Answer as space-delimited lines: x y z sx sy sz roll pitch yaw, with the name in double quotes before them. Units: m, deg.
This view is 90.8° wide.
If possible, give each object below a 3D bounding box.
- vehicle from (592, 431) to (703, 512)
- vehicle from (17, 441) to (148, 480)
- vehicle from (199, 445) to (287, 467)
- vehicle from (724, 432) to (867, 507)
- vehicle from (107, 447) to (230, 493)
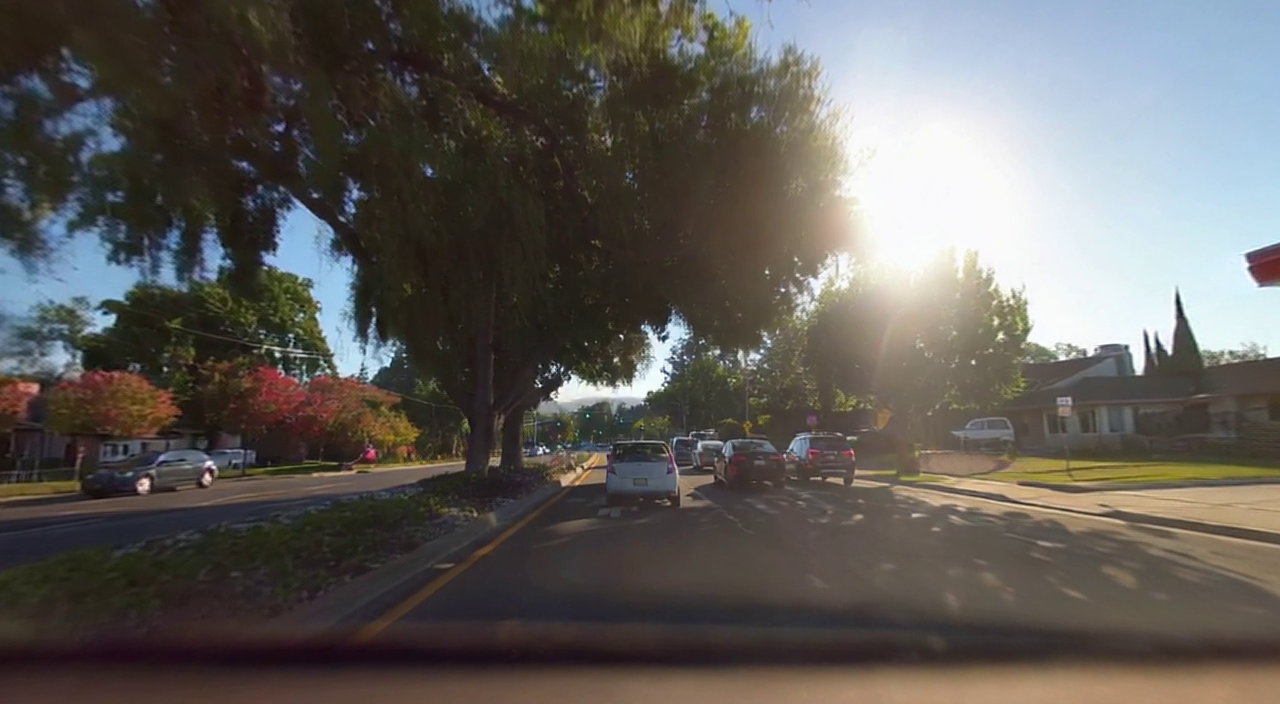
"vehicle" 0.145 2.495 13.646 2.052 1.488 3.779 0 -8 0
"vehicle" -27.470 5.347 31.245 4.494 1.792 2.037 0 -8 0
"vehicle" -28.075 7.357 44.787 4.736 1.491 2.042 0 -8 -2
"vehicle" 3.395 2.673 14.891 2.124 1.476 4.730 0 -8 0
"vehicle" -19.169 4.749 25.927 1.903 1.706 3.994 0 -8 0
